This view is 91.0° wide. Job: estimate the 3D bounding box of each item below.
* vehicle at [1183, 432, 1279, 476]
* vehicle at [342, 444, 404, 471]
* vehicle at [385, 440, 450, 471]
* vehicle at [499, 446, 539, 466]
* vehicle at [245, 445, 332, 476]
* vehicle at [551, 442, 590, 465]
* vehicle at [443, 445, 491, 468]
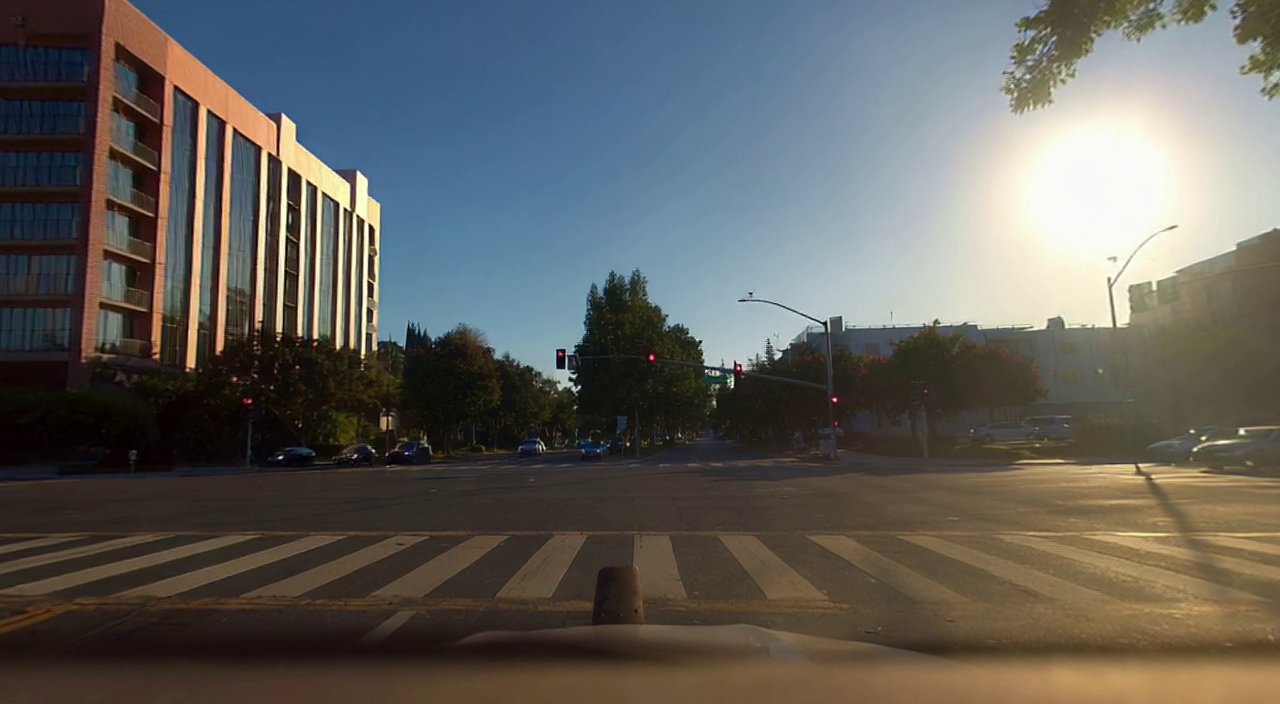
[{"bbox_3d":[22.315,3.578,22.241,4.474,1.477,1.908,0,-9,-3],"label":"vehicle"},{"bbox_3d":[-18.554,7.344,44.005,2.237,1.801,4.541,0,-9,1],"label":"vehicle"},{"bbox_3d":[-15.141,7.039,43.157,2.340,1.946,5.450,0,-9,1],"label":"vehicle"},{"bbox_3d":[-8.111,7.010,42.609,1.910,1.321,3.692,0,-9,1],"label":"vehicle"},{"bbox_3d":[-22.331,6.883,40.207,2.032,1.839,4.884,-2,-9,12],"label":"vehicle"},{"bbox_3d":[-4.533,6.708,41.674,1.954,1.431,4.050,0,-9,2],"label":"vehicle"},{"bbox_3d":[-11.638,7.069,42.706,1.911,1.476,4.297,-1,-9,2],"label":"vehicle"}]
